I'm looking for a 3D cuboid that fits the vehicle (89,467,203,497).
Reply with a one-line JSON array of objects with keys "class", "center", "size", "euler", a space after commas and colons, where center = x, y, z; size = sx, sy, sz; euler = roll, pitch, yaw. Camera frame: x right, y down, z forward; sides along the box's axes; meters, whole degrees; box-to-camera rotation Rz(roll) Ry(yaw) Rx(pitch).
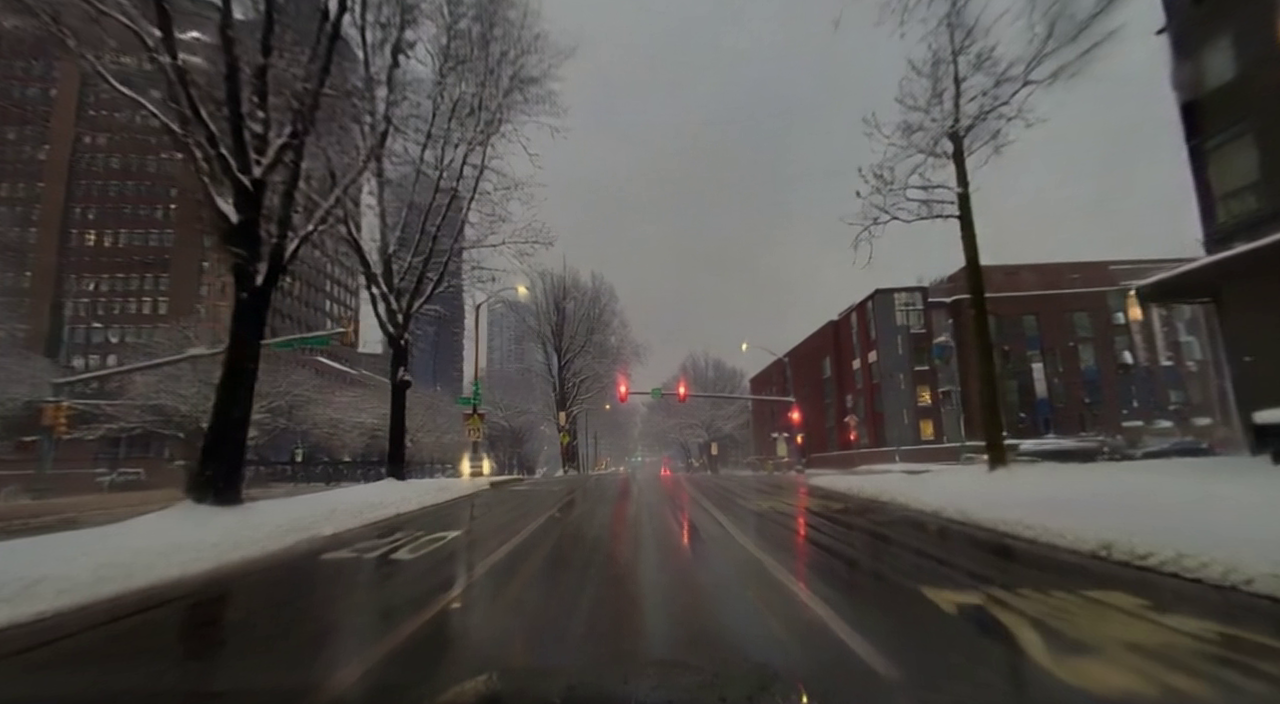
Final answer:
[{"class": "vehicle", "center": [-28.420, 7.499, 36.480], "size": [4.758, 1.549, 2.194], "euler": [0, -8, 1]}]
